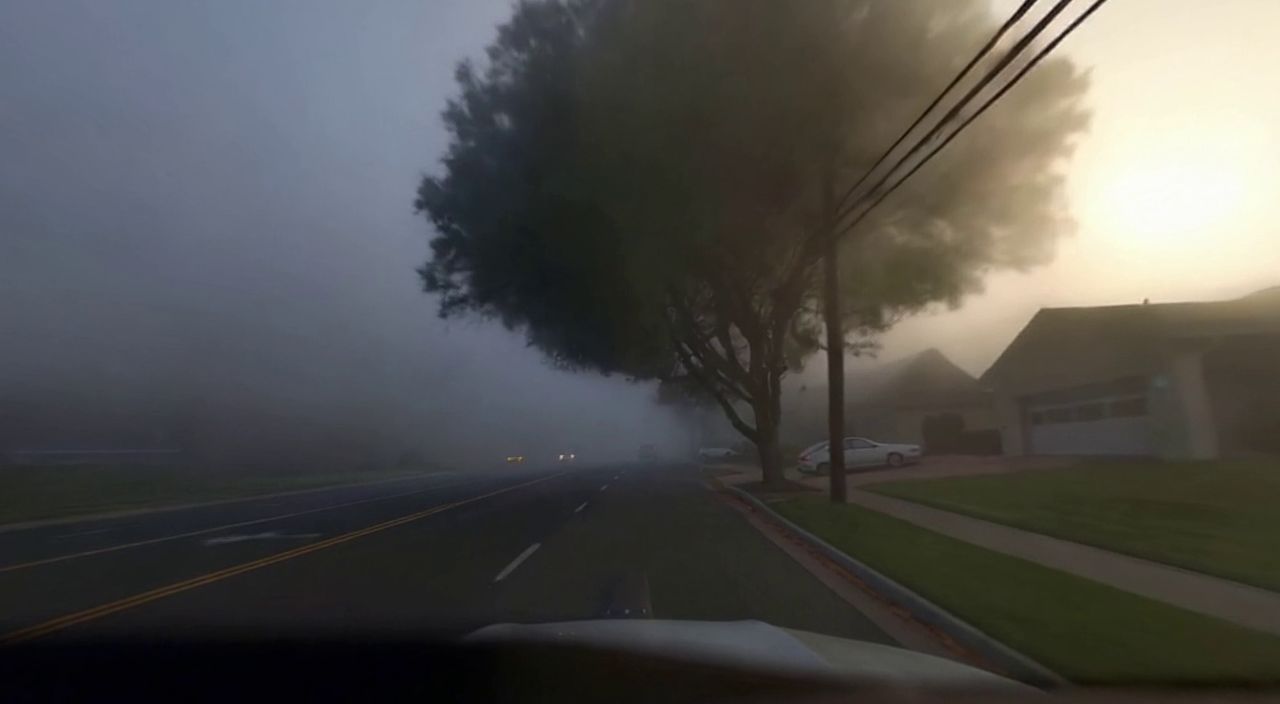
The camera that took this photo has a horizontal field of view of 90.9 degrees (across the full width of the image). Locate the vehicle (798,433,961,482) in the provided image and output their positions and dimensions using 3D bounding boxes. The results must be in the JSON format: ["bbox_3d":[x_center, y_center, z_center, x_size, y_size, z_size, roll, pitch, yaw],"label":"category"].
[{"bbox_3d":[7.970,3.556,21.294,4.719,1.556,1.869,0,-9,1],"label":"vehicle"}]

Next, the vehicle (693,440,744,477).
[{"bbox_3d":[4.294,5.926,35.365,2.228,1.885,4.854,0,-9,0],"label":"vehicle"}]
